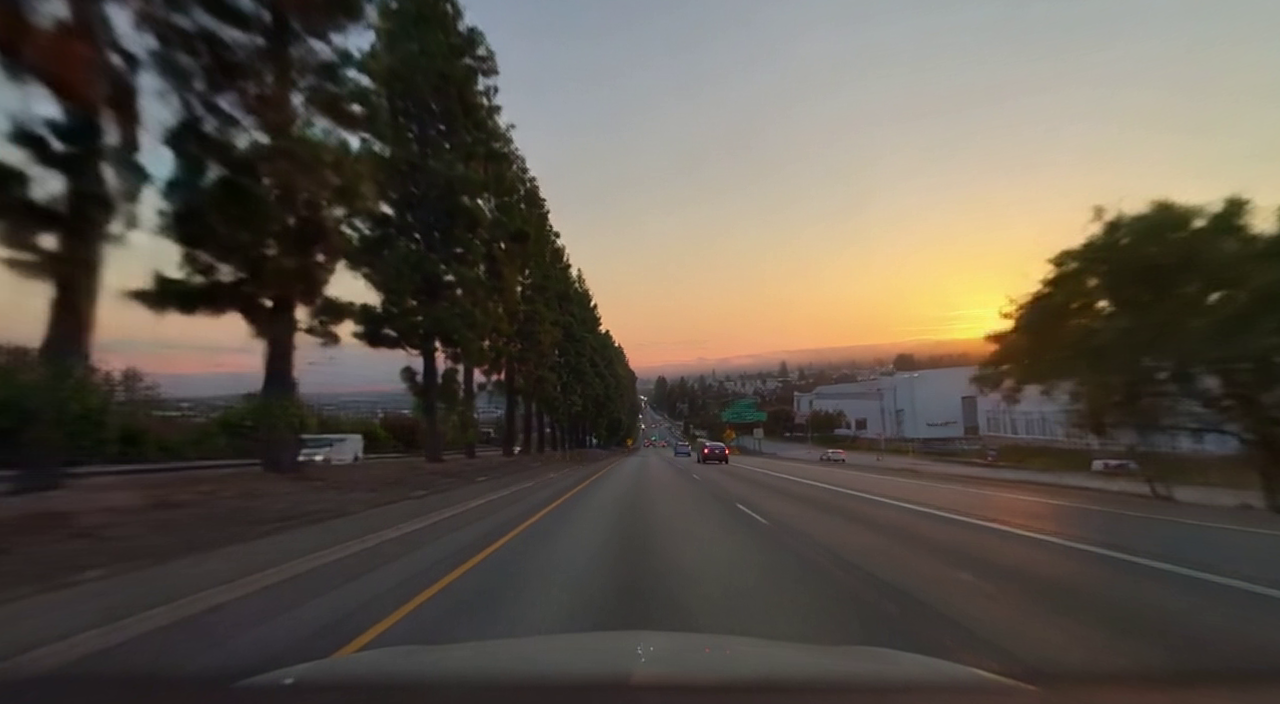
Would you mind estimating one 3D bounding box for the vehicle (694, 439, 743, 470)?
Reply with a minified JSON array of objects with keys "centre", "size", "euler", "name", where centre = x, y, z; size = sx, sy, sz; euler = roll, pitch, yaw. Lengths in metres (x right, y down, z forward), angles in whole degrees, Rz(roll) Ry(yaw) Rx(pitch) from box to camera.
[{"centre":[4.103,5.443,33.623],"size":[2.062,1.518,4.026],"euler":[0,-8,-1],"name":"vehicle"}]
